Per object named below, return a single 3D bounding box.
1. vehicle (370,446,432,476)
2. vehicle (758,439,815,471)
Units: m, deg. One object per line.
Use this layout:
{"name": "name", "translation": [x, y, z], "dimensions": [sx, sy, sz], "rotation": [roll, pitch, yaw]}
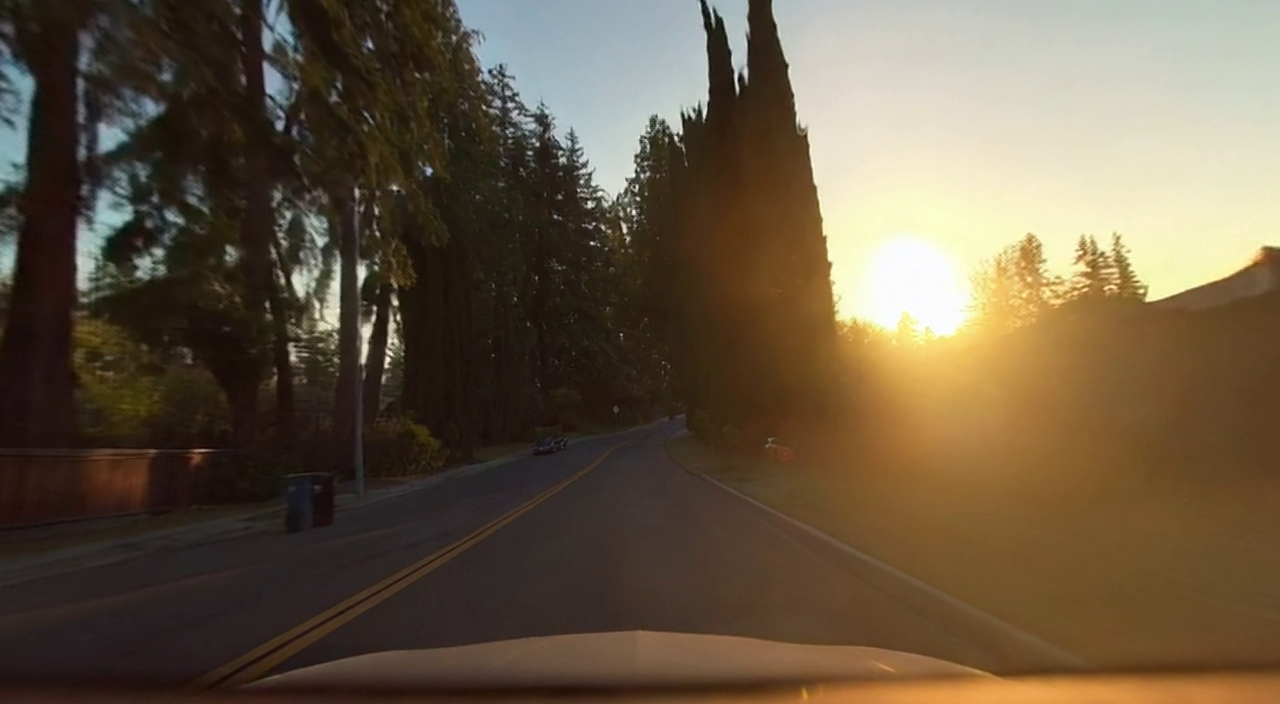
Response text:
{"name": "vehicle", "translation": [-15.216, 6.937, 40.509], "dimensions": [2.177, 1.773, 4.656], "rotation": [0, -8, 0]}
{"name": "vehicle", "translation": [8.081, 5.721, 35.252], "dimensions": [1.954, 1.652, 4.520], "rotation": [0, -8, -2]}
